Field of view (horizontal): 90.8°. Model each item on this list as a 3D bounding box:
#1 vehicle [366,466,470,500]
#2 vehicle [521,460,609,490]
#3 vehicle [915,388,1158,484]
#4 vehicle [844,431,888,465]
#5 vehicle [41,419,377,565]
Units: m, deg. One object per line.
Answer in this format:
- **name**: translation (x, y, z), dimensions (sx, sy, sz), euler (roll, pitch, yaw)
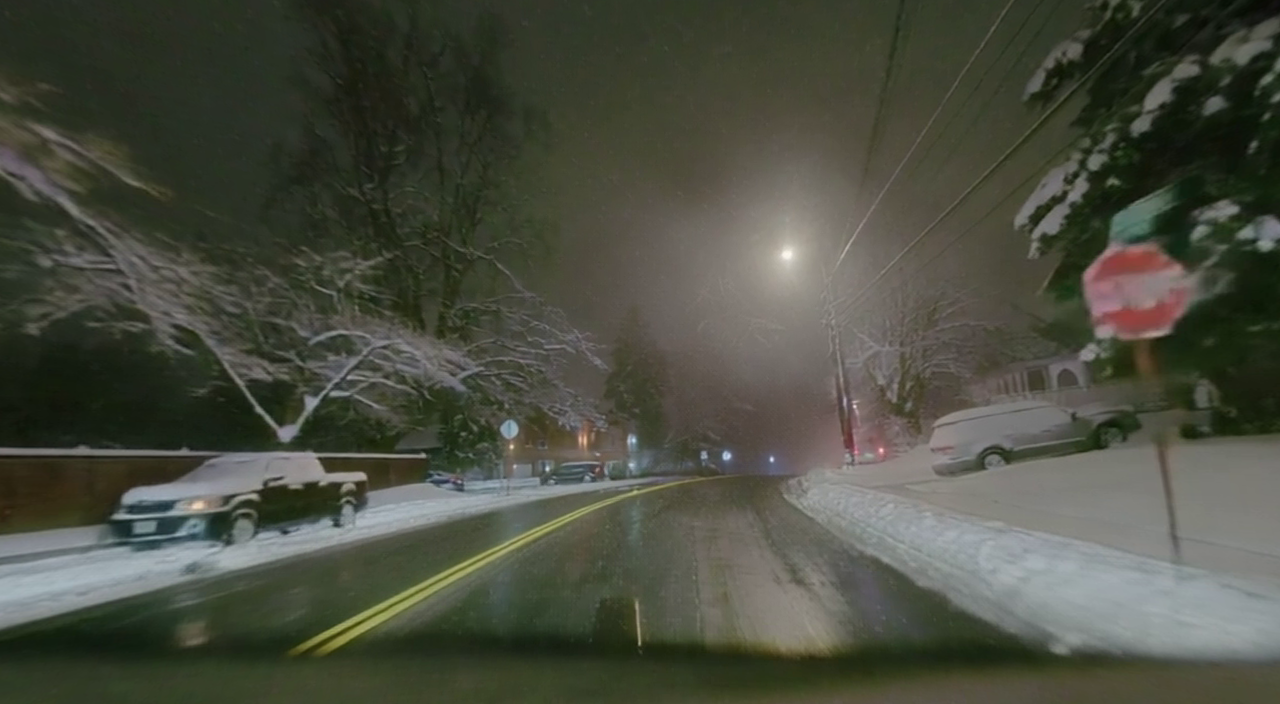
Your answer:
- **vehicle**: translation (-10.307, 6.095, 29.524), dimensions (4.175, 1.492, 1.845), euler (0, -10, 0)
- **vehicle**: translation (-5.140, 8.549, 43.884), dimensions (5.643, 1.759, 2.110), euler (-2, -19, 9)
- **vehicle**: translation (10.160, 2.232, 16.540), dimensions (4.740, 1.638, 2.018), euler (-4, -24, -1)
- **vehicle**: translation (13.701, 5.801, 38.505), dimensions (2.163, 1.885, 4.804), euler (-3, -8, 16)
- **vehicle**: translation (-6.251, 2.414, 9.982), dimensions (1.963, 1.539, 4.210), euler (-3, -22, 6)
